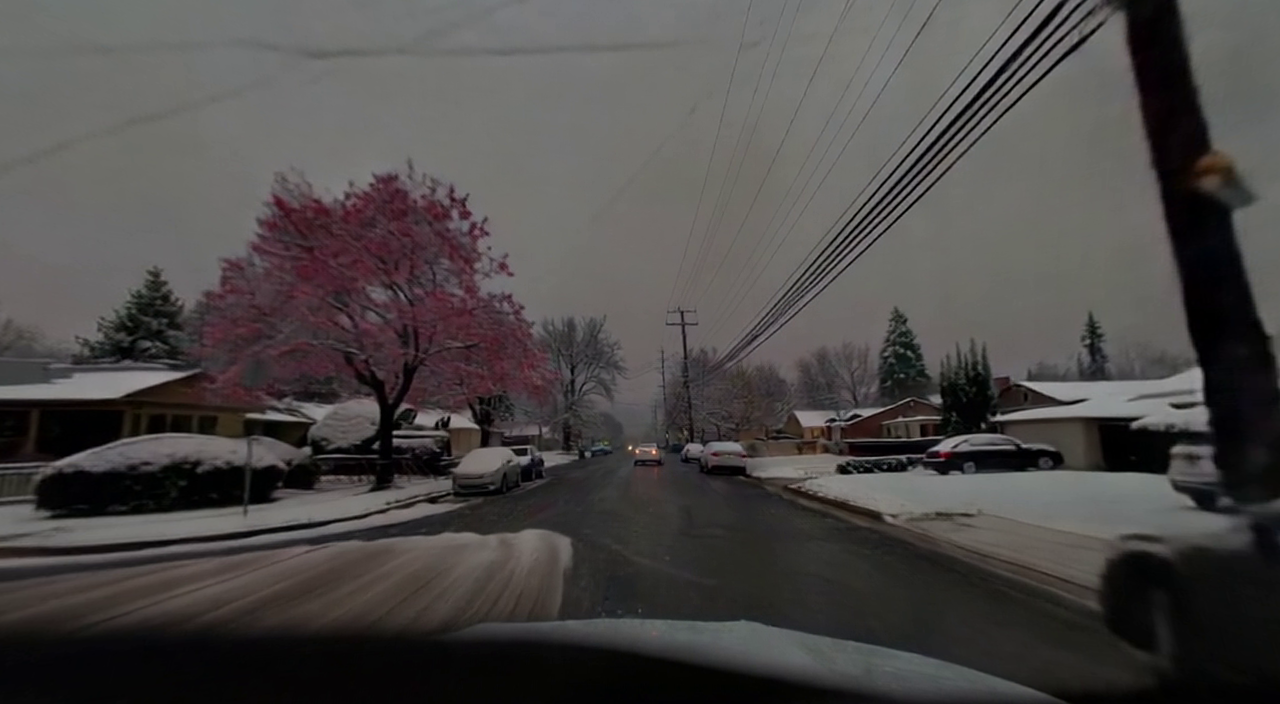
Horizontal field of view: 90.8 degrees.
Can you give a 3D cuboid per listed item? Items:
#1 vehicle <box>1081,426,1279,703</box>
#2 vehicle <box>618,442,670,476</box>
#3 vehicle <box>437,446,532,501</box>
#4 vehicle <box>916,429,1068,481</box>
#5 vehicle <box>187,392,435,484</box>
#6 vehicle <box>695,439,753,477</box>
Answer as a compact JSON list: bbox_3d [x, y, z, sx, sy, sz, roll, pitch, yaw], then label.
[{"bbox_3d":[4.255,1.036,2.425,2.058,1.535,4.323,0,-8,1],"label":"vehicle"},{"bbox_3d":[0.289,4.924,29.388,2.075,1.449,4.526,-1,-8,5],"label":"vehicle"},{"bbox_3d":[-4.826,3.811,20.316,1.874,1.413,4.442,0,-7,0],"label":"vehicle"},{"bbox_3d":[12.403,3.647,22.518,4.186,1.748,1.992,0,-8,1],"label":"vehicle"},{"bbox_3d":[-13.001,3.489,25.527,8.239,3.354,2.902,1,-9,1],"label":"vehicle"},{"bbox_3d":[3.894,4.999,30.069,2.103,1.679,4.386,0,-8,-1],"label":"vehicle"}]
